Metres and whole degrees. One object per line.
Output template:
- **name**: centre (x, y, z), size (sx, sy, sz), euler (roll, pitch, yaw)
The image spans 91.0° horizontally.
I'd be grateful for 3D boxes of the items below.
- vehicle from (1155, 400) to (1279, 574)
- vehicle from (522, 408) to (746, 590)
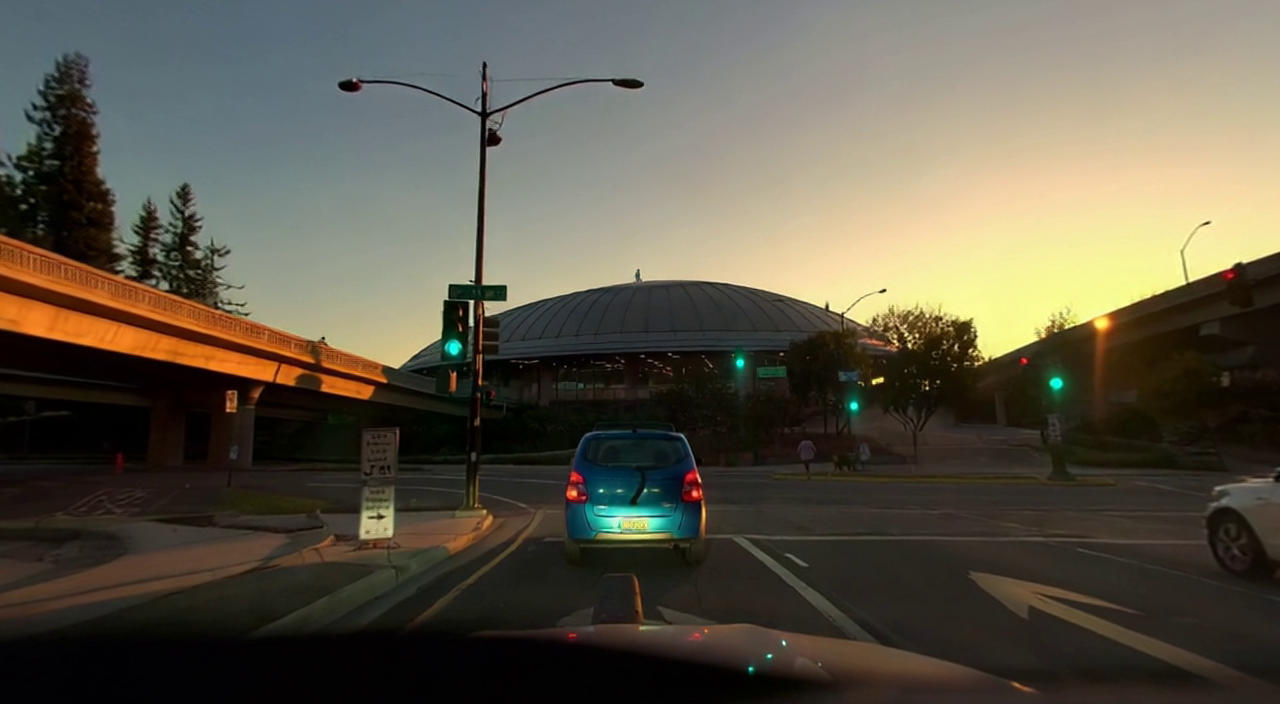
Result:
- **vehicle**: centre (7.598, 1.268, 5.642), size (2.055, 1.776, 4.646), euler (0, -9, 1)
- **vehicle**: centre (-0.046, 1.589, 7.525), size (1.976, 1.584, 3.772), euler (0, -9, 0)
